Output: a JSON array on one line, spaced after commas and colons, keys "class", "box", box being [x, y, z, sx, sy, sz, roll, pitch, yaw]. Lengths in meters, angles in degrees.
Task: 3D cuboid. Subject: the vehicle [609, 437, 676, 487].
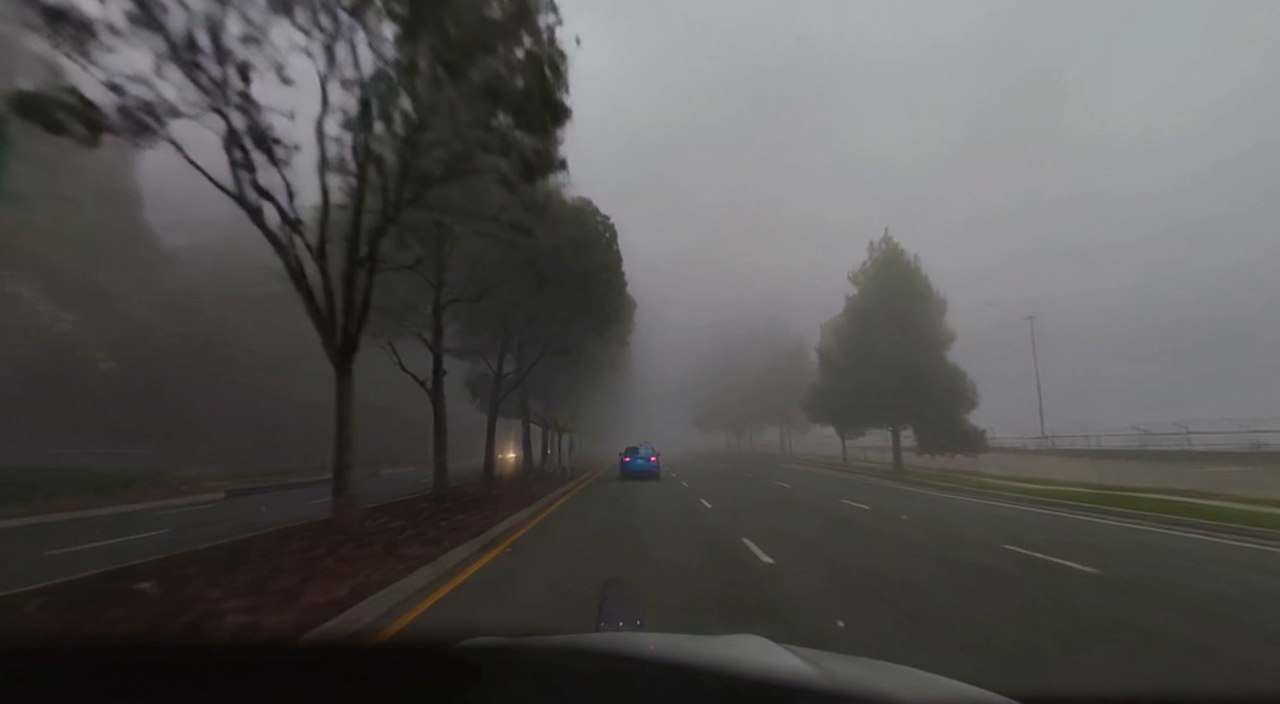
[{"class": "vehicle", "box": [0.020, 3.699, 21.571, 2.042, 1.479, 4.601, 0, -8, -1]}]
